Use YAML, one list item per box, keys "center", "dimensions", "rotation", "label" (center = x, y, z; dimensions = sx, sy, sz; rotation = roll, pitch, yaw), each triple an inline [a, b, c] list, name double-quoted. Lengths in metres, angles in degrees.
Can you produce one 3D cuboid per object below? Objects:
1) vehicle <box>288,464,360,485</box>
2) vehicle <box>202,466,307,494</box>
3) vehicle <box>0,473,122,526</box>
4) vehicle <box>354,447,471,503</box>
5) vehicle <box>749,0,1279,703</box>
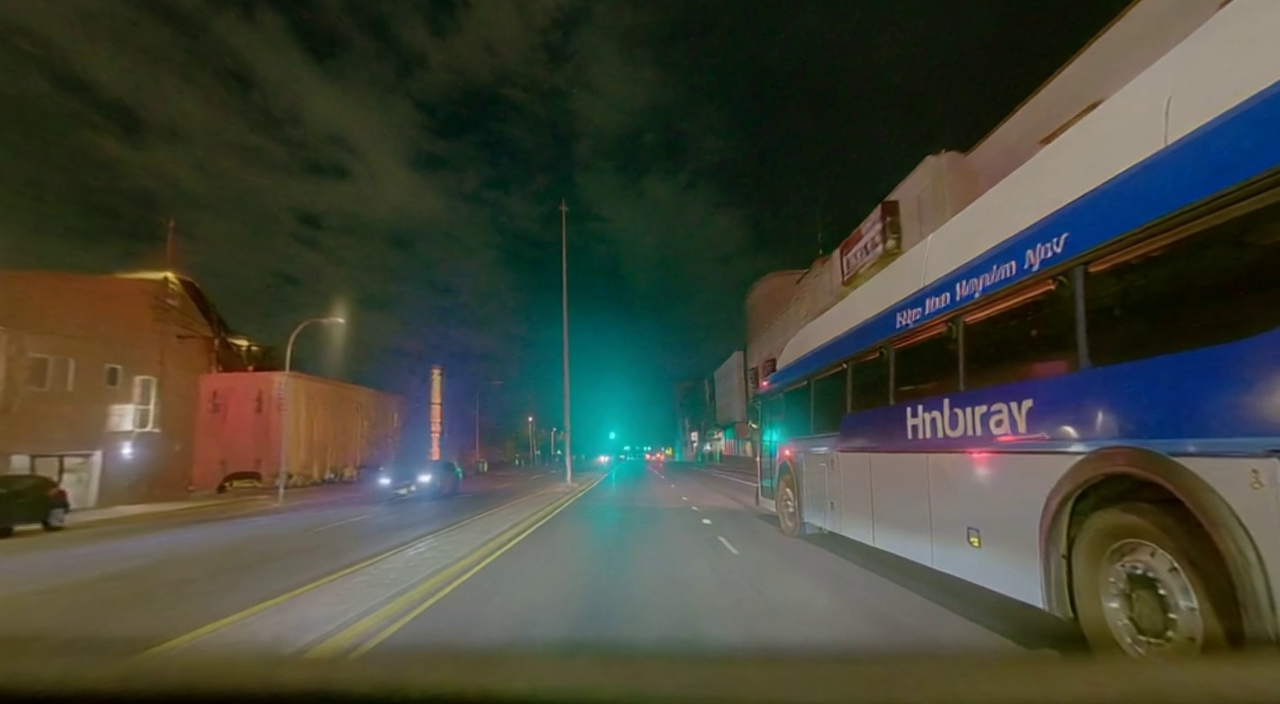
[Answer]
- center: [-23.216, 9.002, 46.494]
  dimensions: [4.290, 1.506, 1.829]
  rotation: [0, -9, 1]
  label: "vehicle"
- center: [-21.958, 7.289, 36.129]
  dimensions: [4.708, 1.488, 1.868]
  rotation: [0, -9, -1]
  label: "vehicle"
- center: [-19.527, 4.647, 20.087]
  dimensions: [4.409, 1.508, 1.803]
  rotation: [0, -9, -2]
  label: "vehicle"
- center: [-8.417, 4.576, 24.151]
  dimensions: [2.315, 1.841, 5.648]
  rotation: [0, -8, 1]
  label: "vehicle"
- center: [3.913, 0.679, 6.598]
  dimensions: [3.194, 3.345, 12.428]
  rotation: [0, -8, -1]
  label: "vehicle"
